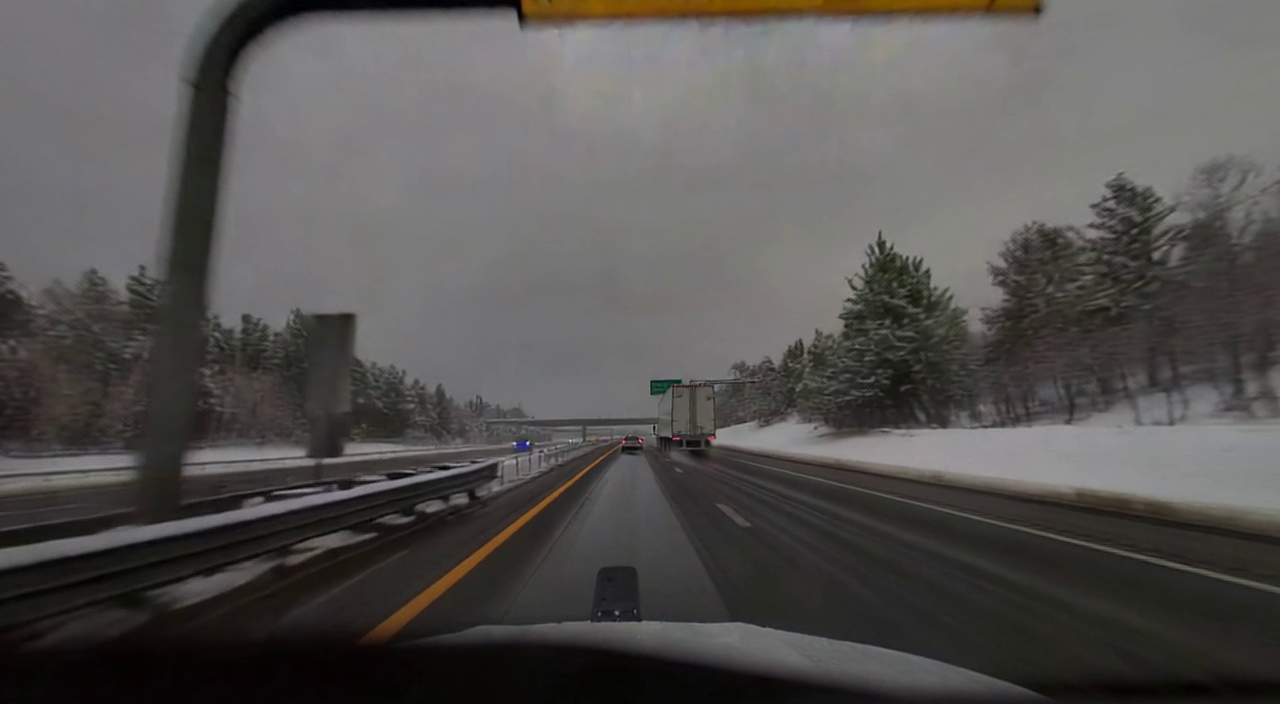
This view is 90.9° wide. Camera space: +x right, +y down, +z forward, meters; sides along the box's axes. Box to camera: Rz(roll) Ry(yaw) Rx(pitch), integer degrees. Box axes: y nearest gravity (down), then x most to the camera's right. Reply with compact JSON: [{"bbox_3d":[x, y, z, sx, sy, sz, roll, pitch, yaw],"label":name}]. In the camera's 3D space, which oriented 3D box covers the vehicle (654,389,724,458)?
[{"bbox_3d":[3.055,5.237,44.949,3.376,4.017,16.232,0,-8,-1],"label":"vehicle"}]
